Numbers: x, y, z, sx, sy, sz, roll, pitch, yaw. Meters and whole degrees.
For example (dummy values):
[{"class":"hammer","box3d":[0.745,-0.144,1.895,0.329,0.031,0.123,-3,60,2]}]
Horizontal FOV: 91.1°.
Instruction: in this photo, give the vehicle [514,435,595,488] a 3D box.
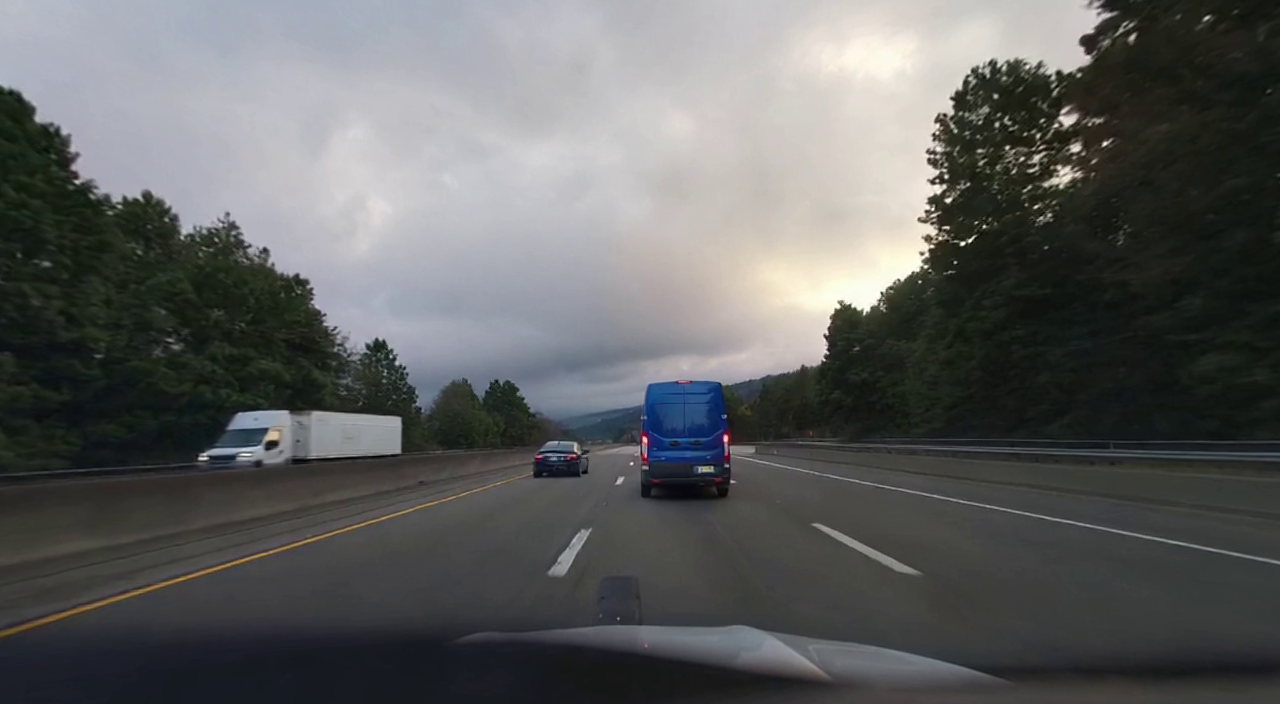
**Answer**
[{"class":"vehicle","box3d":[-2.640,3.478,20.419,1.900,1.524,4.324,0,-8,1]}]

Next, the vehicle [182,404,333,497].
[{"class":"vehicle","box3d":[-18.722,4.854,31.504,3.042,4.116,6.904,0,-8,0]}]

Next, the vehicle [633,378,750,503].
[{"class":"vehicle","box3d":[1.093,2.329,16.776,2.416,2.595,7.243,0,-8,0]}]
